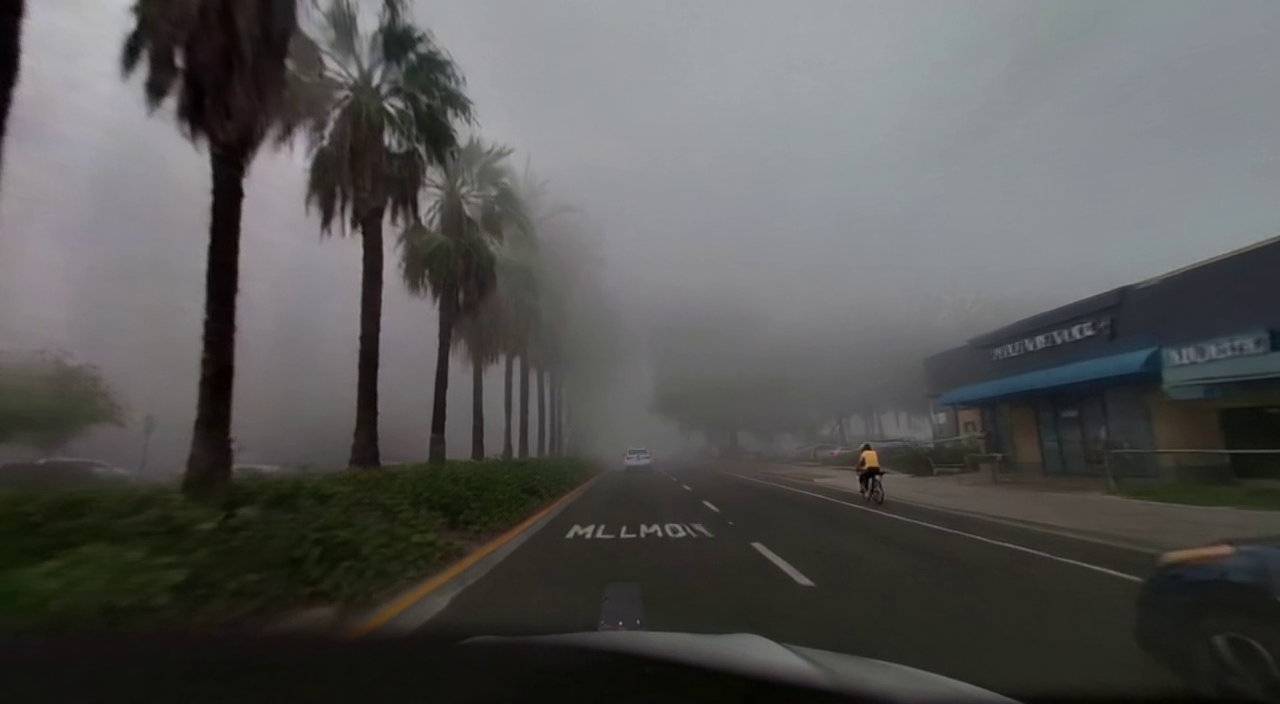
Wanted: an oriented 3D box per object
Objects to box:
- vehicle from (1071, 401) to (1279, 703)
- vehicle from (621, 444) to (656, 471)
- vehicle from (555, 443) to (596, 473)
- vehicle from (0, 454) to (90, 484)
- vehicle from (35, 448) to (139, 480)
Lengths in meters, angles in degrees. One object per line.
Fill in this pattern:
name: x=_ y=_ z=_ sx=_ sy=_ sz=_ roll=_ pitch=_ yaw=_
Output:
vehicle: x=3.675 y=0.790 z=1.470 sx=2.090 sy=1.503 sz=4.566 roll=0 pitch=-9 yaw=0
vehicle: x=-0.132 y=6.668 z=40.074 sx=2.102 sy=1.653 sz=3.698 roll=0 pitch=-9 yaw=-1
vehicle: x=-3.980 y=6.605 z=39.615 sx=2.071 sy=1.744 sz=4.500 roll=0 pitch=-9 yaw=0
vehicle: x=-35.295 y=6.837 z=36.941 sx=4.274 sy=1.625 sz=2.070 roll=0 pitch=-9 yaw=2
vehicle: x=-34.955 y=7.064 z=40.035 sx=4.377 sy=1.951 sz=2.245 roll=0 pitch=-9 yaw=0
